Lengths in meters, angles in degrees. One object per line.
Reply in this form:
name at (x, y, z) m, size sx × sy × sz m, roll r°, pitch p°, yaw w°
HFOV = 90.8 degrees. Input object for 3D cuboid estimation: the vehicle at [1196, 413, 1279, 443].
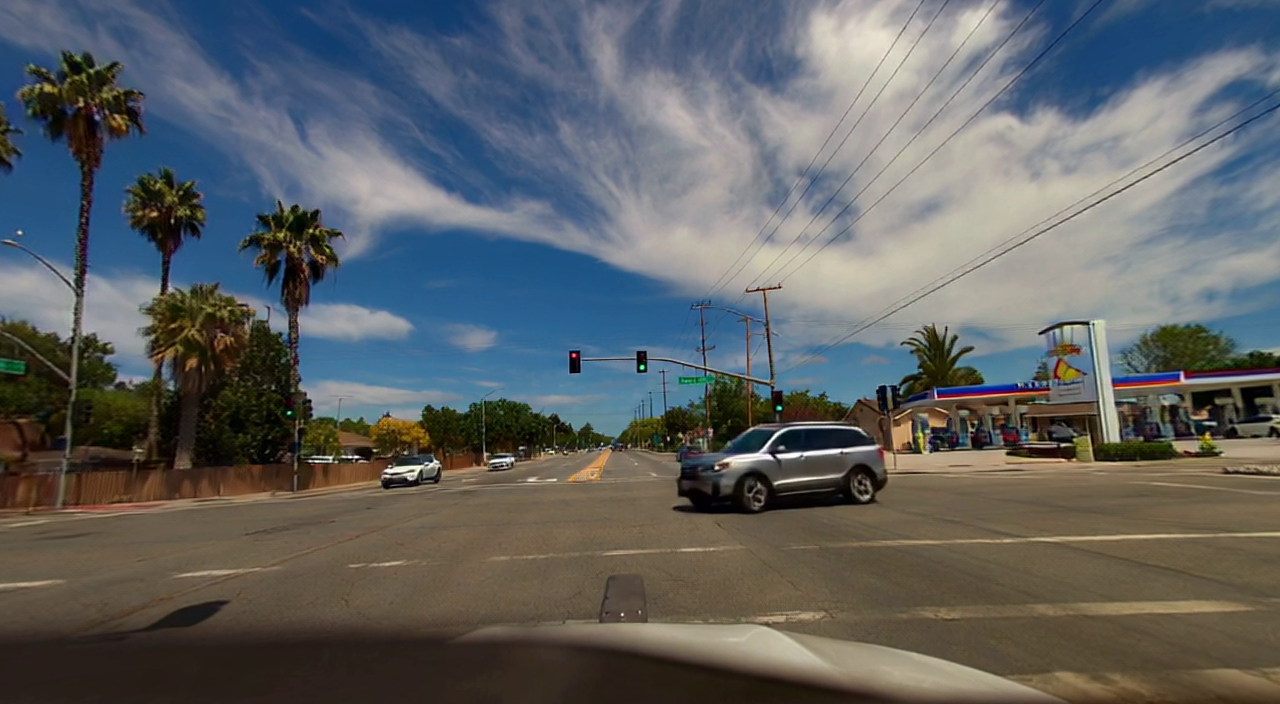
vehicle at (38.297, 4.795, 39.969) m, size 4.488 × 1.447 × 1.765 m, roll -5°, pitch -8°, yaw -1°

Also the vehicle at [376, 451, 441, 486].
vehicle at (-13.051, 6.556, 35.945) m, size 2.009 × 1.777 × 4.559 m, roll 0°, pitch -9°, yaw -1°

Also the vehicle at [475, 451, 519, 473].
vehicle at (-9.921, 7.656, 44.148) m, size 2.085 × 1.451 × 4.311 m, roll 0°, pitch -9°, yaw 0°

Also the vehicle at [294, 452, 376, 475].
vehicle at (-20.950, 7.678, 43.511) m, size 4.672 × 1.469 × 1.816 m, roll -1°, pitch -9°, yaw -2°

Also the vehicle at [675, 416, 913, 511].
vehicle at (3.496, 2.439, 14.253) m, size 5.086 × 1.817 × 1.952 m, roll 4°, pitch -10°, yaw -26°
